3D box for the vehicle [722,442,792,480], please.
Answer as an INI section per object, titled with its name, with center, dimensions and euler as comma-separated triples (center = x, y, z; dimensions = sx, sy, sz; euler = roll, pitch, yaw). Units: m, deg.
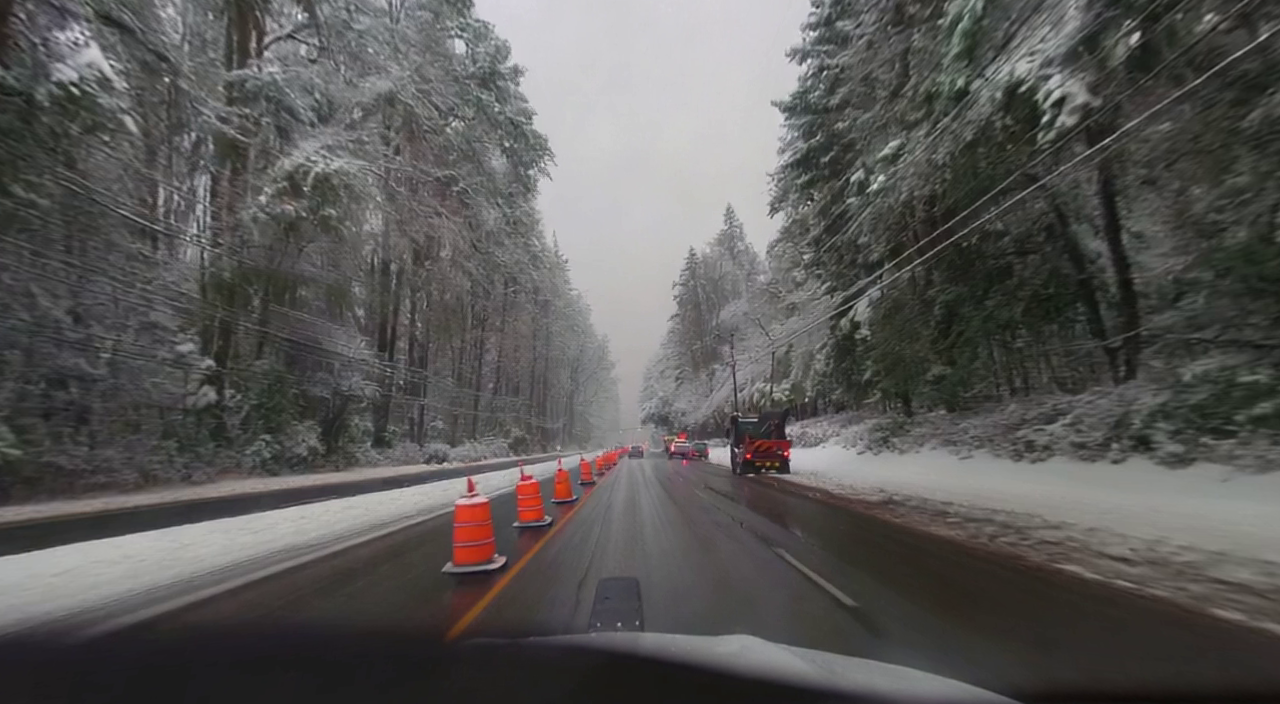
[vehicle]
center = 5.564, 5.251, 30.796
dimensions = 2.324, 1.655, 5.738
euler = 0, -8, 0
